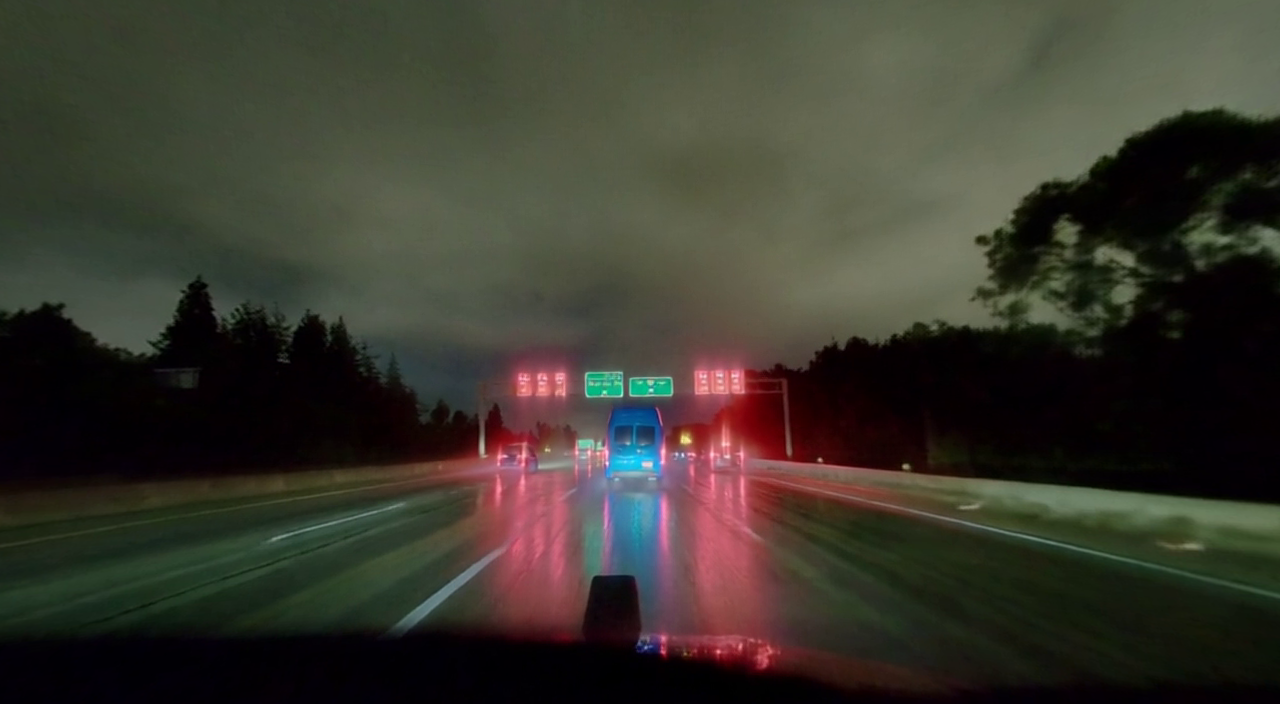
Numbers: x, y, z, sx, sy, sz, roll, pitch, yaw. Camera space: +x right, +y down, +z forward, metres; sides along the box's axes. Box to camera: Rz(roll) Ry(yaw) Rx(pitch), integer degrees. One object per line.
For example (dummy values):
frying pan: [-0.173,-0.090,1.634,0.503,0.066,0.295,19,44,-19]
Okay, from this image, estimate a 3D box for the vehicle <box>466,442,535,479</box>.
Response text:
vehicle: [-6.141,4.838,28.171,2.003,1.498,4.386,-1,-9,1]

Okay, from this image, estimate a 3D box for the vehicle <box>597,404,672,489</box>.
vehicle: [-0.232,3.252,21.647,2.268,2.551,5.144,0,-9,-1]

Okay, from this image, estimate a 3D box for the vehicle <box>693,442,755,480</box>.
vehicle: [3.563,4.719,27.410,2.015,1.491,4.732,0,-9,-1]
